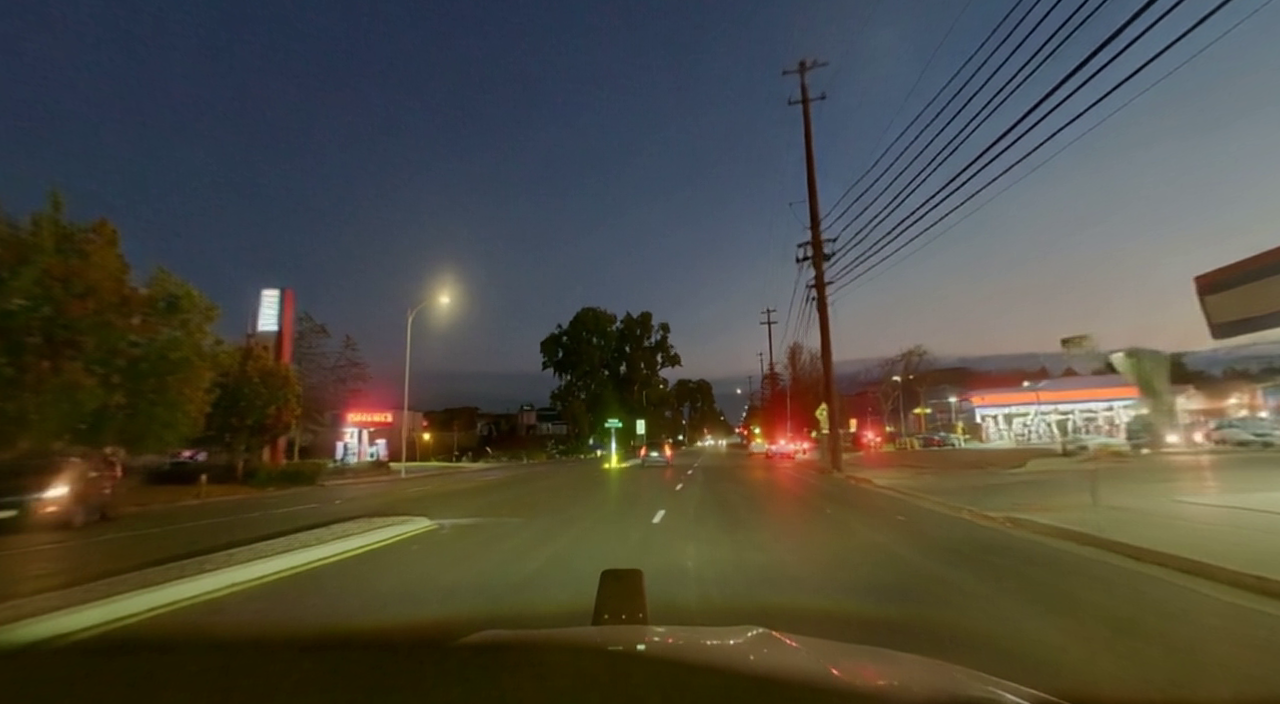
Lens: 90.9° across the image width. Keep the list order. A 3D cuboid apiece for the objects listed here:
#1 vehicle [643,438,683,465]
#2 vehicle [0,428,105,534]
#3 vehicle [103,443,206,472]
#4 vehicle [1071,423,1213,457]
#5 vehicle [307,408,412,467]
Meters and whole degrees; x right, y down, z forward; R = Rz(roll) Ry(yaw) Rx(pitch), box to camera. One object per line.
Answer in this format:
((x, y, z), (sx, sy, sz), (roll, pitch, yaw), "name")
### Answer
((1.445, 6.046, 38.435), (2.073, 1.525, 3.968), (-1, -8, 7), "vehicle")
((-14.852, 2.962, 15.141), (5.575, 2.142, 1.996), (-7, -11, 40), "vehicle")
((-34.529, 7.505, 45.116), (2.111, 1.883, 5.784), (-2, -8, 10), "vehicle")
((23.415, 4.152, 29.711), (1.908, 1.474, 4.885), (2, -9, -16), "vehicle")
((-18.505, 5.779, 42.286), (2.923, 3.546, 7.640), (-1, -8, 5), "vehicle")
